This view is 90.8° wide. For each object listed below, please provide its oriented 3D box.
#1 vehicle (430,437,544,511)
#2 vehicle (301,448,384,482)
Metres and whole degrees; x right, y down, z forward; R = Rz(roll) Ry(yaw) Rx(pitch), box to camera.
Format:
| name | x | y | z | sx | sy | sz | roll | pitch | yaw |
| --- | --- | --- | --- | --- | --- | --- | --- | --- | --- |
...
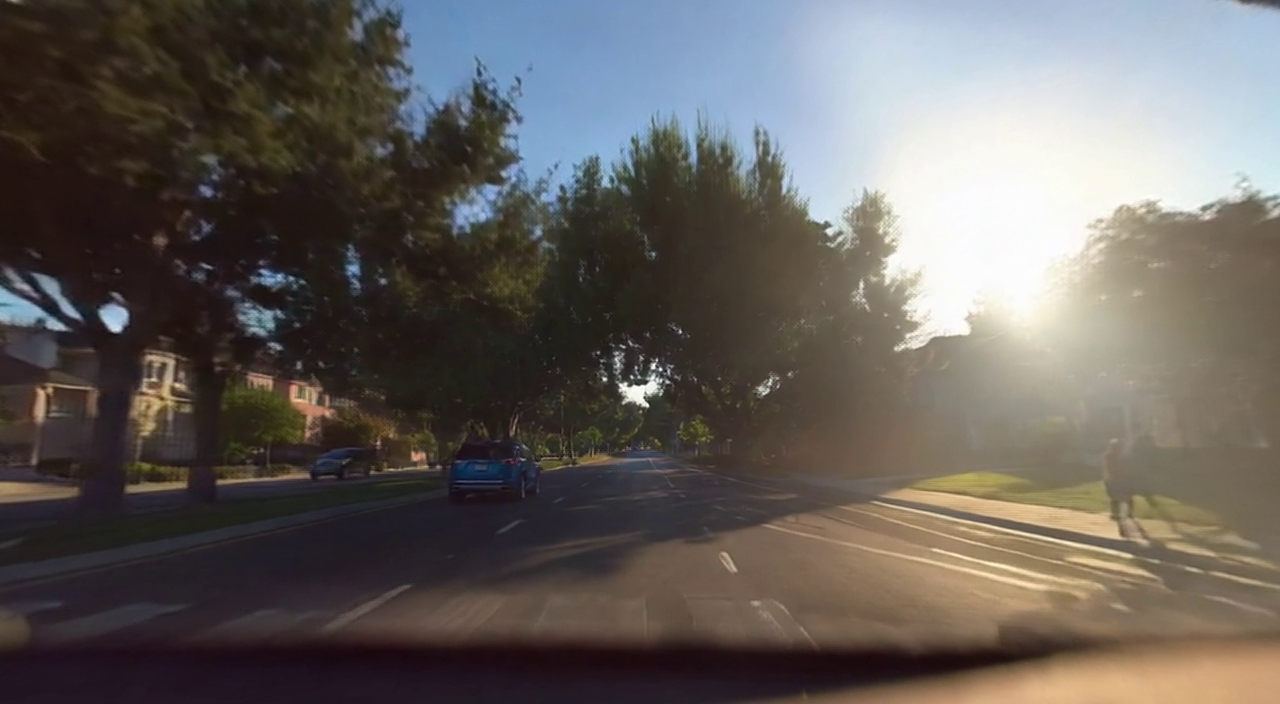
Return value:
| name | x | y | z | sx | sy | sz | roll | pitch | yaw |
| --- | --- | --- | --- | --- | --- | --- | --- | --- | --- |
| vehicle | -3.960 | 3.234 | 17.219 | 1.993 | 1.733 | 4.262 | 0 | -8 | 1 |
| vehicle | -16.676 | 6.328 | 35.720 | 2.202 | 1.724 | 4.934 | 0 | -8 | 1 |
